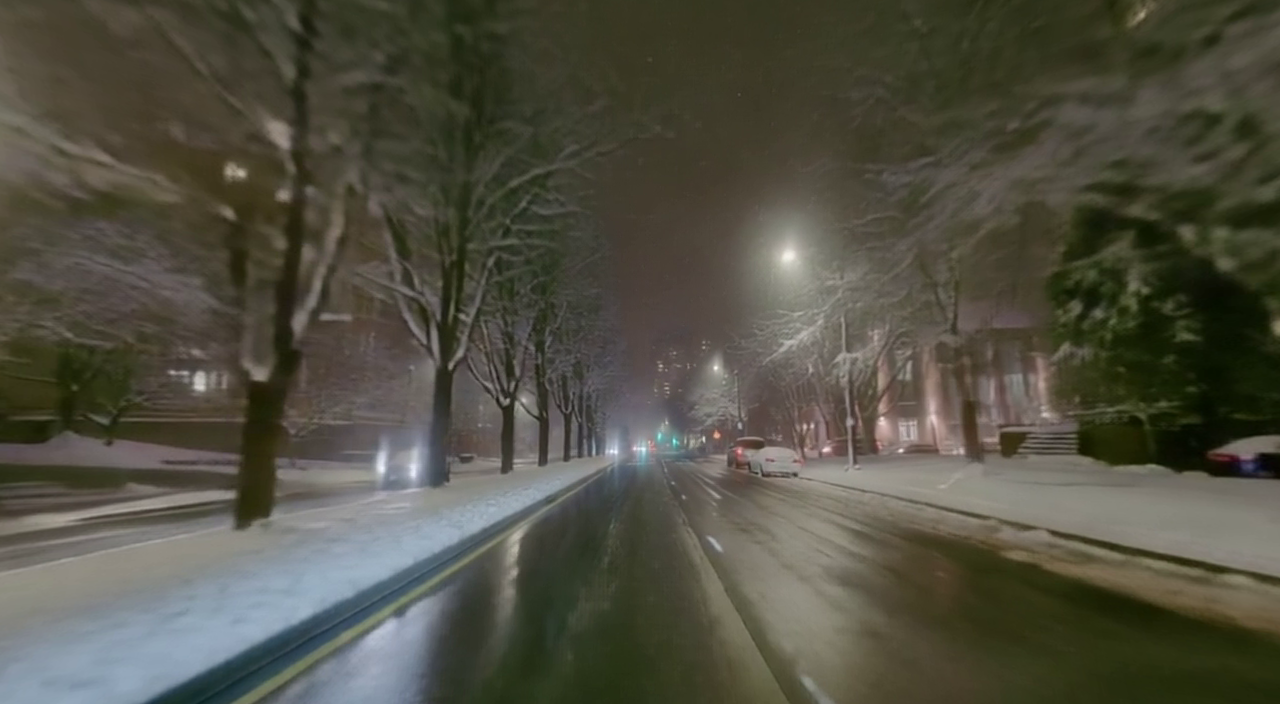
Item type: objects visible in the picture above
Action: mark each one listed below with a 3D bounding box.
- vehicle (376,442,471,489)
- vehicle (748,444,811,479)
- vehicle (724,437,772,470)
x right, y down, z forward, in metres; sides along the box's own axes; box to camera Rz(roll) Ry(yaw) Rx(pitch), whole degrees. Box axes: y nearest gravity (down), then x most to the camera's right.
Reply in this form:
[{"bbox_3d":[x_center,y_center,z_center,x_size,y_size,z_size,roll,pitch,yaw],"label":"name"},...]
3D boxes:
[{"bbox_3d":[-8.184,4.313,24.303,1.982,1.608,4.519,0,-8,1],"label":"vehicle"},{"bbox_3d":[6.464,5.124,29.768,1.948,1.511,4.623,0,-8,1],"label":"vehicle"},{"bbox_3d":[6.456,6.145,38.304,2.045,1.890,4.876,0,-8,0],"label":"vehicle"}]
